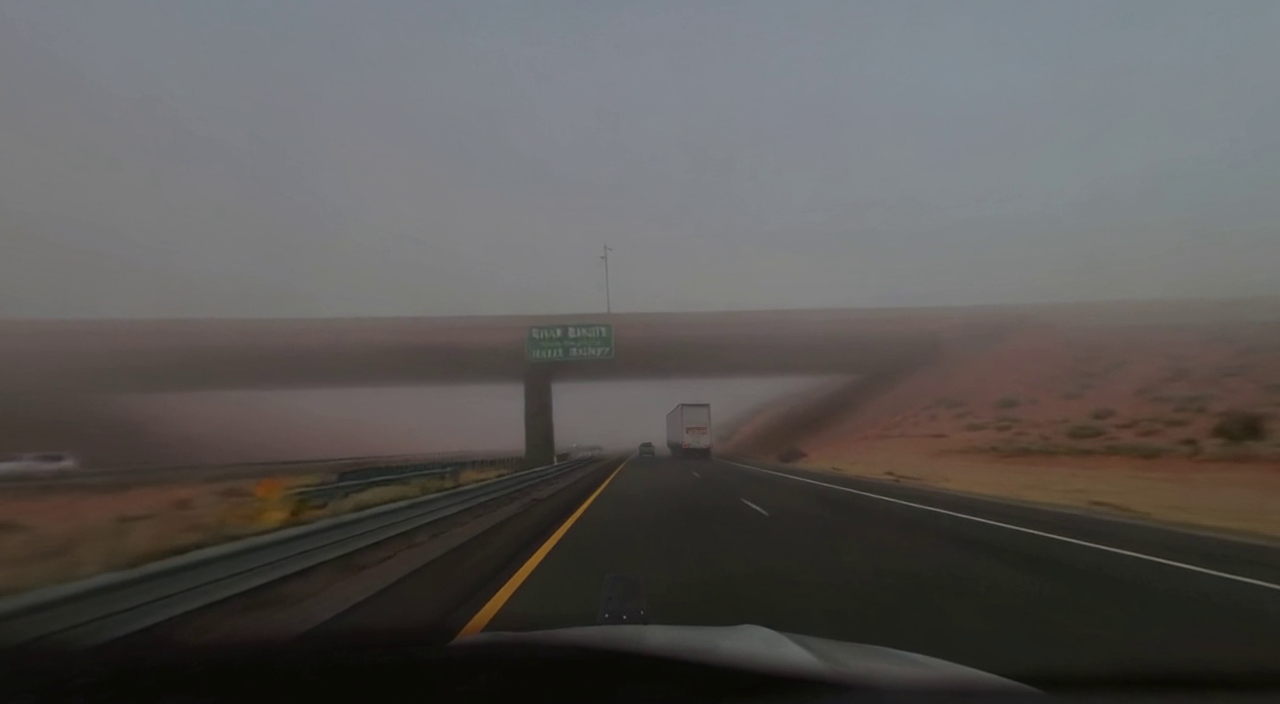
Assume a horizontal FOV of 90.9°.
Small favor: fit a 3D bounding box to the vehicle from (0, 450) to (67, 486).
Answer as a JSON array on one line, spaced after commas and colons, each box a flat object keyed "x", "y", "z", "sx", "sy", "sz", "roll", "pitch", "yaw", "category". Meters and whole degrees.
[{"x": -32.424, "y": 5.868, "z": 32.029, "sx": 2.021, "sy": 1.732, "sz": 4.793, "roll": 0, "pitch": -8, "yaw": 1, "category": "vehicle"}]
